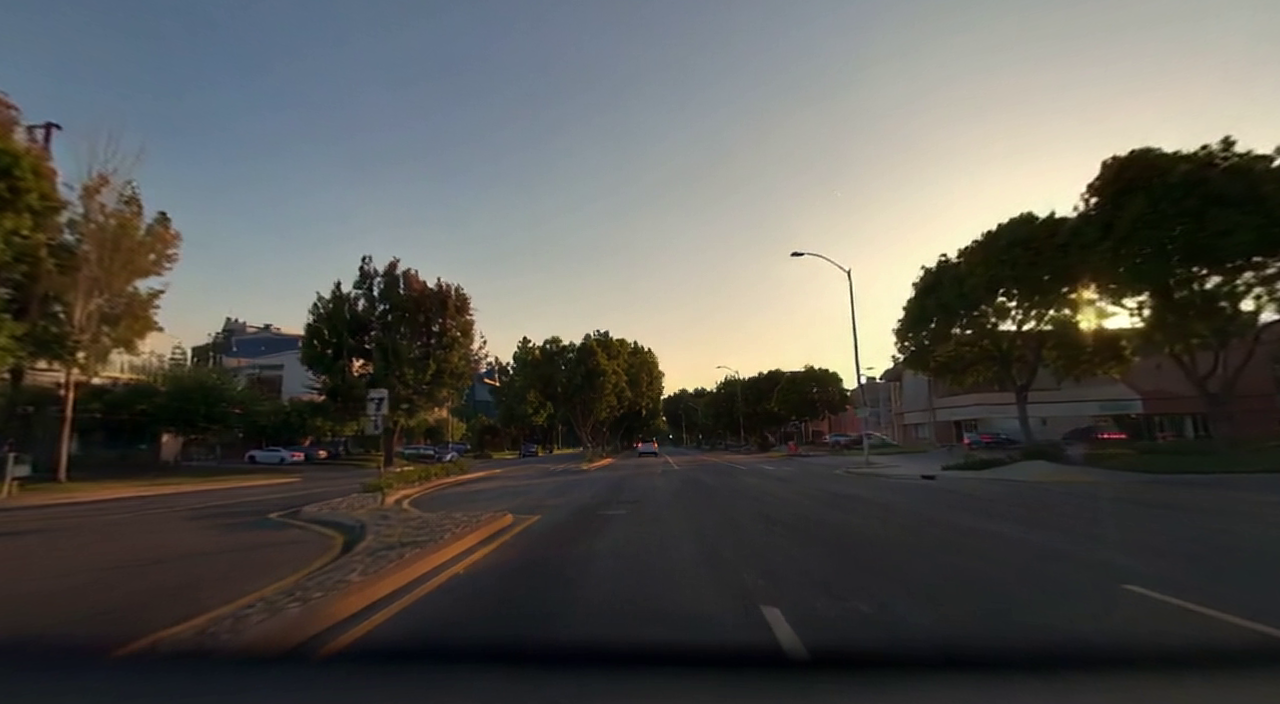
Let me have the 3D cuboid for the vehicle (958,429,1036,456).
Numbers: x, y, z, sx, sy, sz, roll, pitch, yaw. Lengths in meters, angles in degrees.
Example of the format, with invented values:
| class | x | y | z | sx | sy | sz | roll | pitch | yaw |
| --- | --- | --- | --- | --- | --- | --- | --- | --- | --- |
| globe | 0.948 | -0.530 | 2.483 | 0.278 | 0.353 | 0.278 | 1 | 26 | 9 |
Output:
| class | x | y | z | sx | sy | sz | roll | pitch | yaw |
| --- | --- | --- | --- | --- | --- | --- | --- | --- | --- |
| vehicle | 22.376 | 5.711 | 39.779 | 2.009 | 1.533 | 5.047 | 0 | -8 | 0 |

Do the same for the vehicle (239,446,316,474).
| class | x | y | z | sx | sy | sz | roll | pitch | yaw |
| --- | --- | --- | --- | --- | --- | --- | --- | --- | --- |
| vehicle | -26.328 | 7.805 | 45.825 | 4.633 | 1.923 | 2.074 | 5 | -10 | -34 |

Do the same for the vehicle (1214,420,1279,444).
| class | x | y | z | sx | sy | sz | roll | pitch | yaw |
| --- | --- | --- | --- | --- | --- | --- | --- | --- | --- |
| vehicle | 42.034 | 5.461 | 42.700 | 1.921 | 1.510 | 4.683 | 0 | -8 | 2 |

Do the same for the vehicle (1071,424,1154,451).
| class | x | y | z | sx | sy | sz | roll | pitch | yaw |
| --- | --- | --- | --- | --- | --- | --- | --- | --- | --- |
| vehicle | 29.831 | 5.467 | 39.970 | 1.854 | 1.604 | 4.333 | 0 | -8 | 0 |
